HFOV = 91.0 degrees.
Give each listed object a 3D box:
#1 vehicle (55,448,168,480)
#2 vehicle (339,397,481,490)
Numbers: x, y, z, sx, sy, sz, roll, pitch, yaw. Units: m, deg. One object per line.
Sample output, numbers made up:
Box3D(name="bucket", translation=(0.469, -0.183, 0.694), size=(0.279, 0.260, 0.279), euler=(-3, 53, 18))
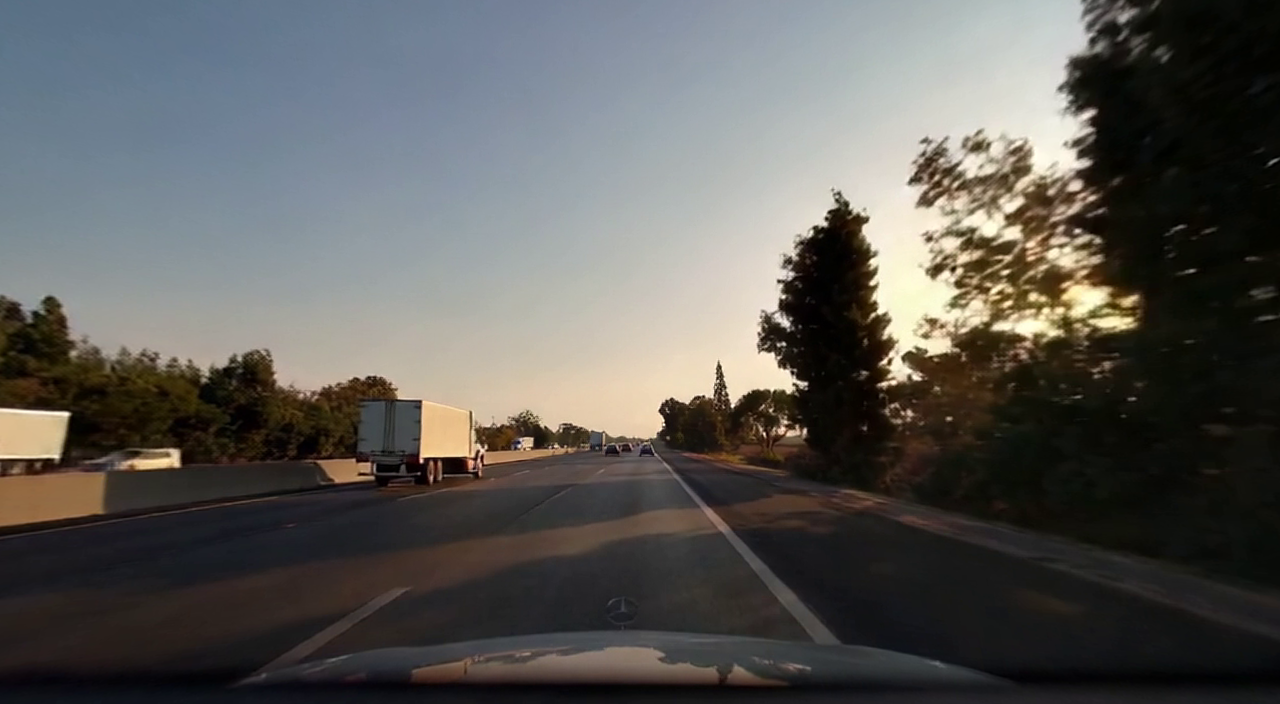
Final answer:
Box3D(name="vehicle", translation=(-29.286, 6.170, 35.142), size=(1.922, 1.644, 4.866), euler=(0, -9, 2))
Box3D(name="vehicle", translation=(-7.395, 3.090, 21.206), size=(2.444, 2.685, 5.893), euler=(0, -9, 1))
